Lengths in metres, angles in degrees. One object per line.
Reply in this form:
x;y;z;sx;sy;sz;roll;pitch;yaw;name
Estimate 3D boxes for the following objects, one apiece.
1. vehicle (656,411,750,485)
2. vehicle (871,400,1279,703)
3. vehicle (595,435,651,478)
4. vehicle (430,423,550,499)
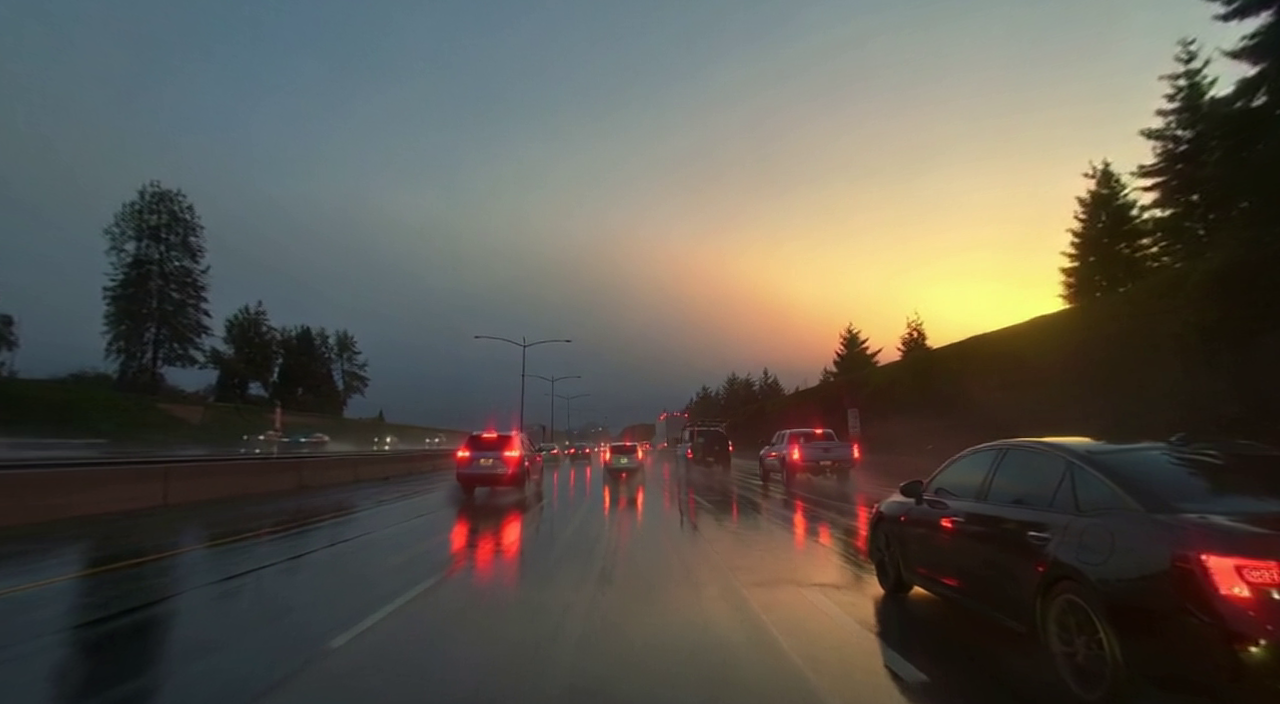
2.946;5.132;34.093;3.426;3.279;12.313;0;-8;-2;vehicle
3.160;1.150;3.587;2.031;1.504;4.327;0;-9;0;vehicle
-0.724;4.480;27.231;2.235;1.682;4.094;0;-9;-1;vehicle
-3.936;2.973;17.515;2.176;1.783;4.799;0;-9;0;vehicle
